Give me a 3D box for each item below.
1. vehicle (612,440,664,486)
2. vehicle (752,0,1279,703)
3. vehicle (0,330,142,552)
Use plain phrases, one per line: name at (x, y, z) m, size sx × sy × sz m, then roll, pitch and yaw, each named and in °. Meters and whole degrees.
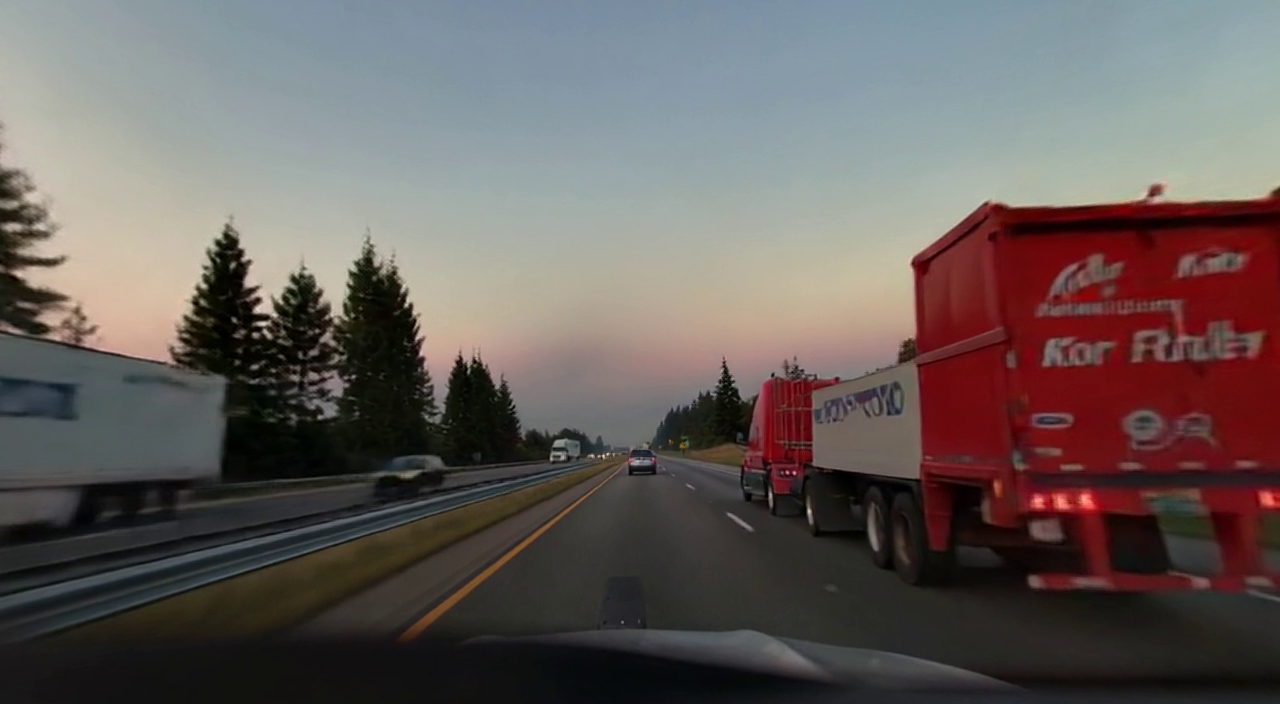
vehicle at (-0.090, 4.874, 27.850) m, size 2.105 × 1.865 × 4.102 m, roll 0°, pitch -9°, yaw 0°
vehicle at (4.367, 0.794, 9.400) m, size 3.030 × 3.985 × 12.707 m, roll 0°, pitch -9°, yaw 0°
vehicle at (-13.386, 1.036, 7.816) m, size 3.256 × 4.016 × 13.586 m, roll 0°, pitch -9°, yaw 0°
